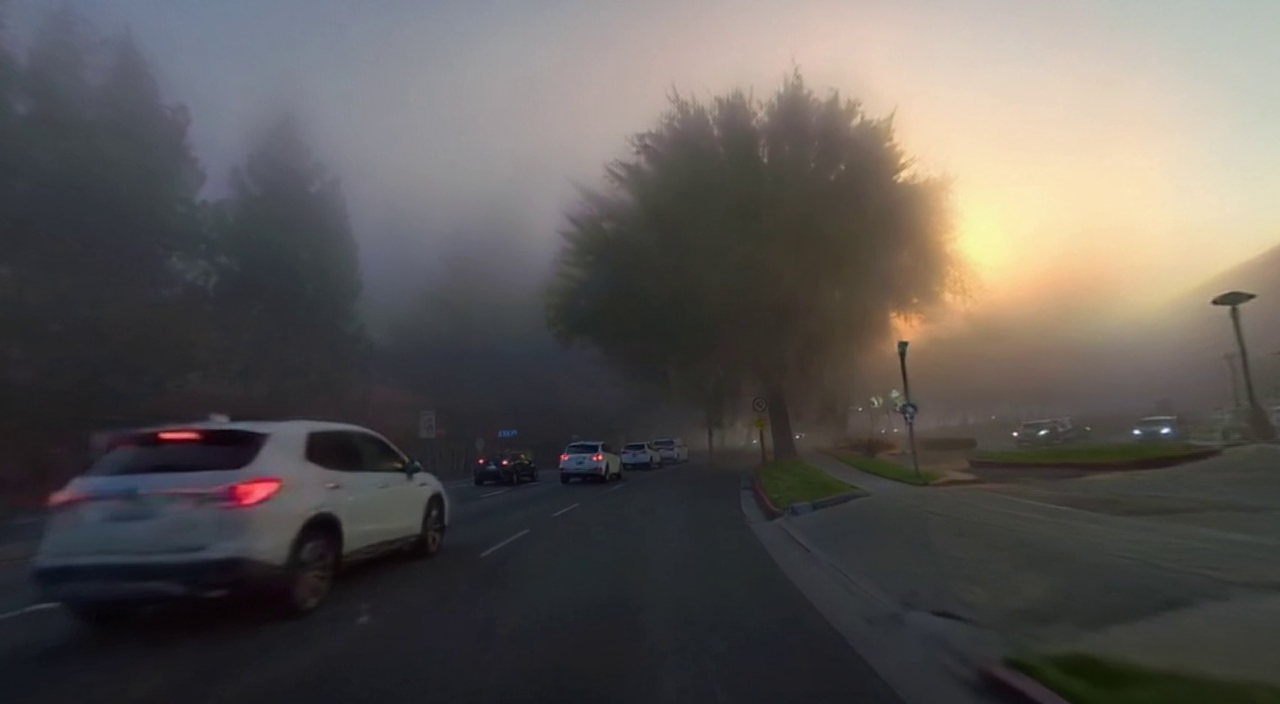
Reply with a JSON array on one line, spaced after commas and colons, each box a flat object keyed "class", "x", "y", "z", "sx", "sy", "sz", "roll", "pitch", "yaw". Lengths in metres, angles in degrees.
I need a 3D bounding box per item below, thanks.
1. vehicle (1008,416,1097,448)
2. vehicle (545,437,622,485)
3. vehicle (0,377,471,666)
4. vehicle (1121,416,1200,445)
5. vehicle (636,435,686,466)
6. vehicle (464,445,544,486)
[{"class": "vehicle", "x": 24.569, "y": 4.814, "z": 37.606, "sx": 4.982, "sy": 1.789, "sz": 2.303, "roll": 5, "pitch": -10, "yaw": -30}, {"class": "vehicle", "x": -2.094, "y": 4.221, "z": 24.779, "sx": 2.002, "sy": 1.664, "sz": 4.113, "roll": -2, "pitch": -9, "yaw": 10}, {"class": "vehicle", "x": -3.559, "y": 1.446, "z": 6.462, "sx": 2.168, "sy": 1.783, "sz": 4.695, "roll": -3, "pitch": -9, "yaw": 3}, {"class": "vehicle", "x": 27.743, "y": 4.245, "z": 33.672, "sx": 4.106, "sy": 1.450, "sz": 1.901, "roll": 5, "pitch": -10, "yaw": -32}, {"class": "vehicle", "x": 1.384, "y": 6.214, "z": 39.946, "sx": 2.167, "sy": 1.832, "sz": 4.679, "roll": -2, "pitch": -9, "yaw": 15}, {"class": "vehicle", "x": -5.575, "y": 4.683, "z": 26.500, "sx": 1.974, "sy": 1.558, "sz": 3.949, "roll": -1, "pitch": -9, "yaw": 8}]
